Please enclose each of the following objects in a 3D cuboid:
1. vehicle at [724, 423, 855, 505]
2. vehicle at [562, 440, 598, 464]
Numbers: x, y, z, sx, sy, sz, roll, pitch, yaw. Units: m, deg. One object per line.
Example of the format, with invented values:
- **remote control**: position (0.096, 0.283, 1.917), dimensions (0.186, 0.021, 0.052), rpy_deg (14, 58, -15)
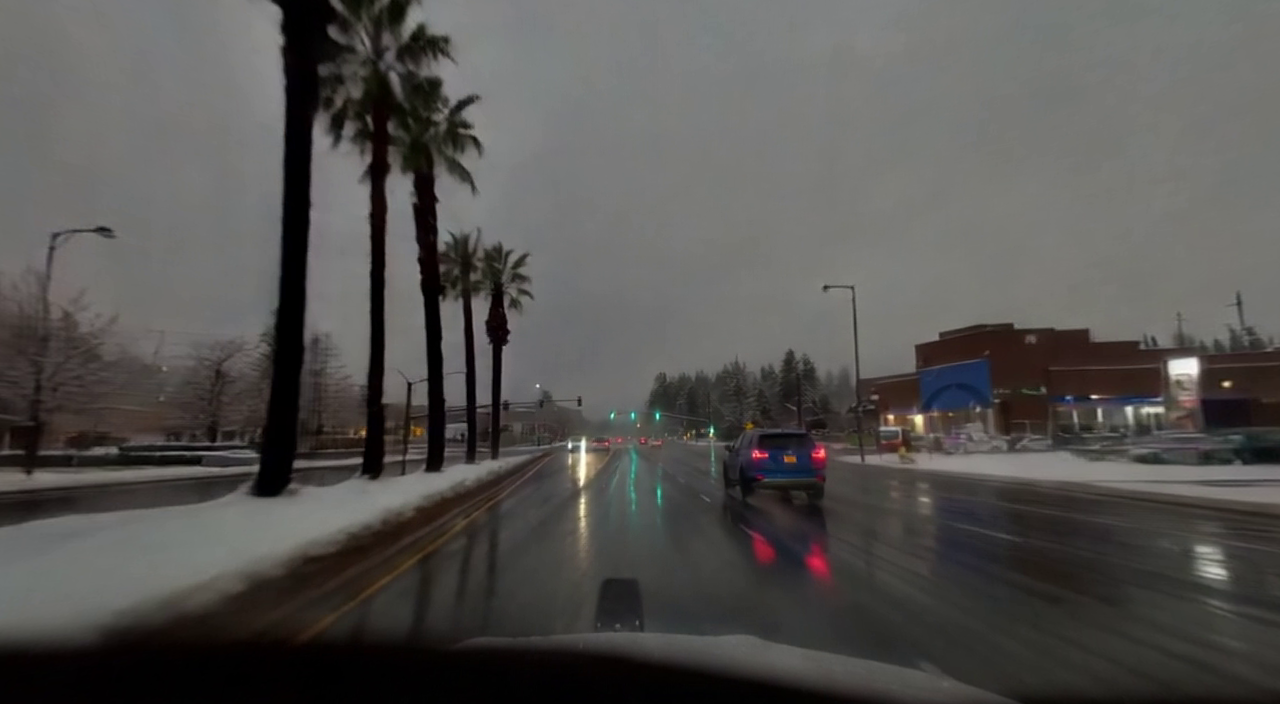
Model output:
- **vehicle**: position (3.424, 2.661, 15.412), dimensions (2.072, 1.696, 4.177), rpy_deg (0, -8, -1)
- **vehicle**: position (-3.866, 6.497, 41.267), dimensions (2.019, 1.483, 4.409), rpy_deg (0, -8, -1)
